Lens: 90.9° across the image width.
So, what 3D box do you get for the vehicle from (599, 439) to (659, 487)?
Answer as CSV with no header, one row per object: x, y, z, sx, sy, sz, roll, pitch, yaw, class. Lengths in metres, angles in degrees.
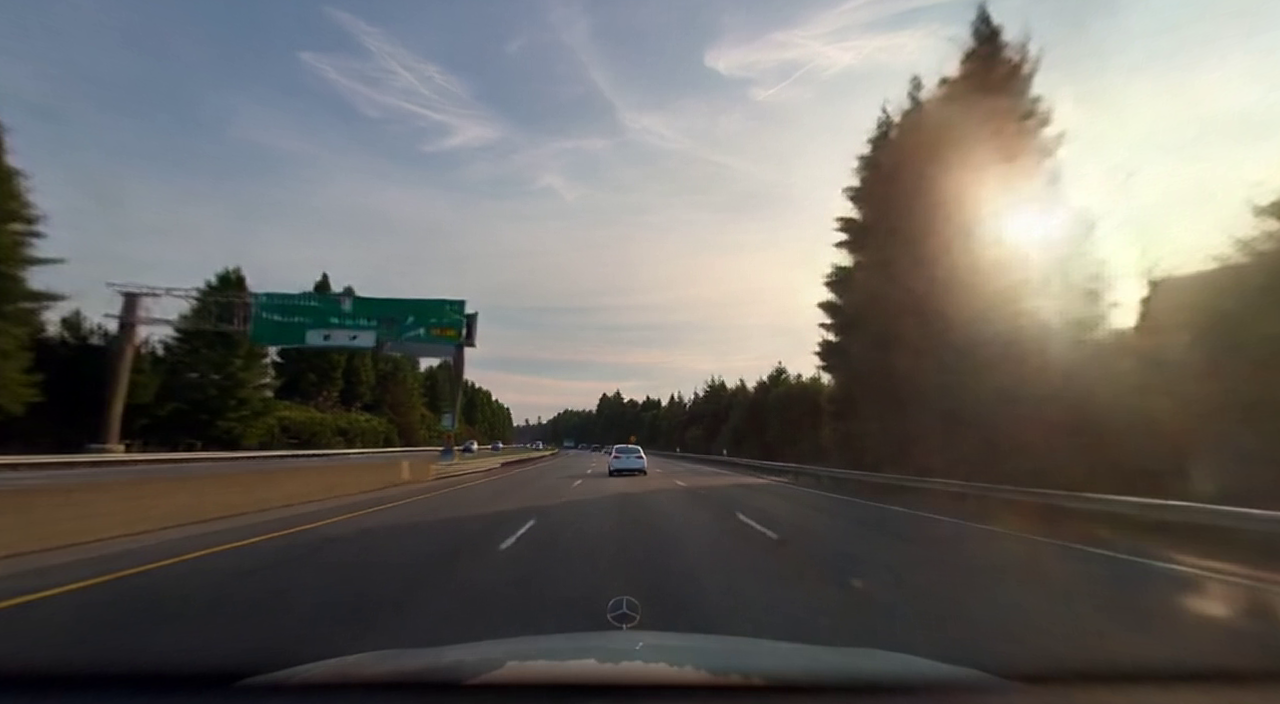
-0.439,3.992,22.973,2.011,1.590,3.607,0,-9,-3,vehicle
